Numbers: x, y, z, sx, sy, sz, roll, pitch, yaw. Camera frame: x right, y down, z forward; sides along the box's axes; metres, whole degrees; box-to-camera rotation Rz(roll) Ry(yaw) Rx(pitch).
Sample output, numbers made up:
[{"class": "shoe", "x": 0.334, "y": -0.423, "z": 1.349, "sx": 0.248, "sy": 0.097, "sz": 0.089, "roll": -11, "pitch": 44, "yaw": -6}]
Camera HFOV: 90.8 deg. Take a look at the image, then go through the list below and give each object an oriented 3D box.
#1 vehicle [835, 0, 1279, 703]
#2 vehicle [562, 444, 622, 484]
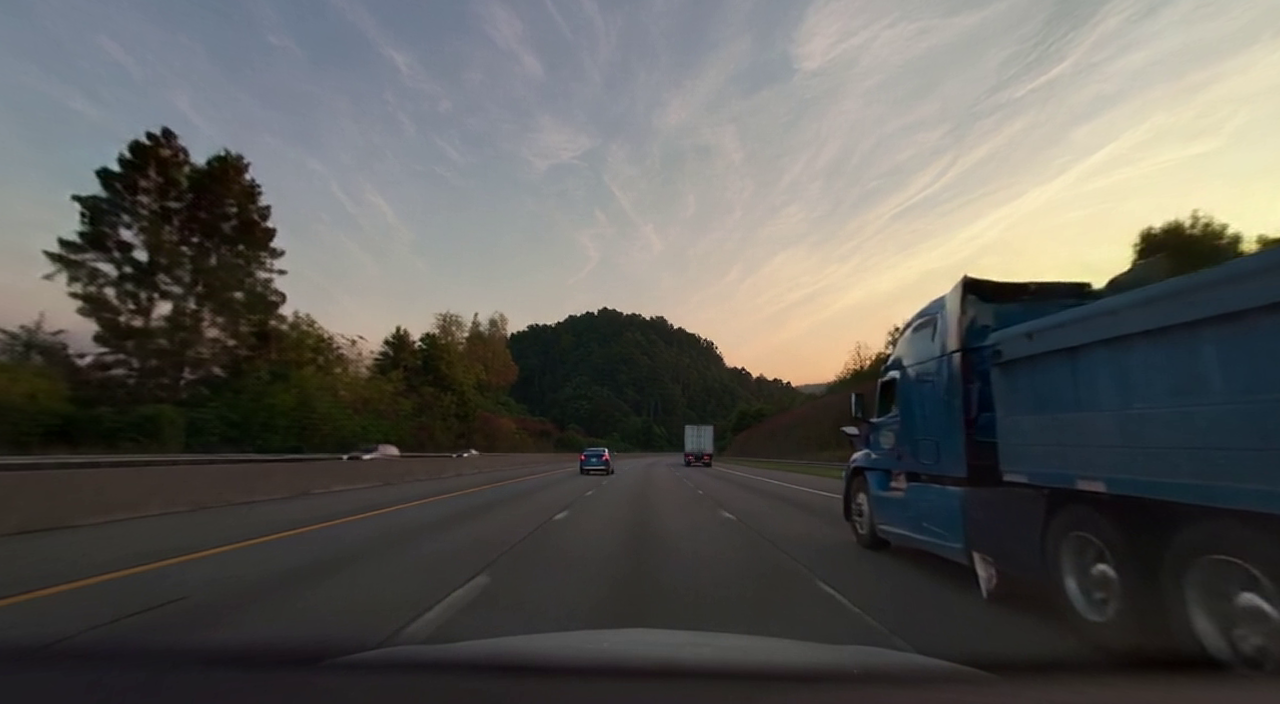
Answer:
[{"class": "vehicle", "x": 4.172, "y": 0.152, "z": 5.284, "sx": 3.014, "sy": 3.921, "sz": 6.052, "roll": 0, "pitch": -9, "yaw": 0}, {"class": "vehicle", "x": -2.087, "y": 5.104, "z": 29.066, "sx": 2.297, "sy": 1.683, "sz": 4.385, "roll": 0, "pitch": -9, "yaw": 2}]
